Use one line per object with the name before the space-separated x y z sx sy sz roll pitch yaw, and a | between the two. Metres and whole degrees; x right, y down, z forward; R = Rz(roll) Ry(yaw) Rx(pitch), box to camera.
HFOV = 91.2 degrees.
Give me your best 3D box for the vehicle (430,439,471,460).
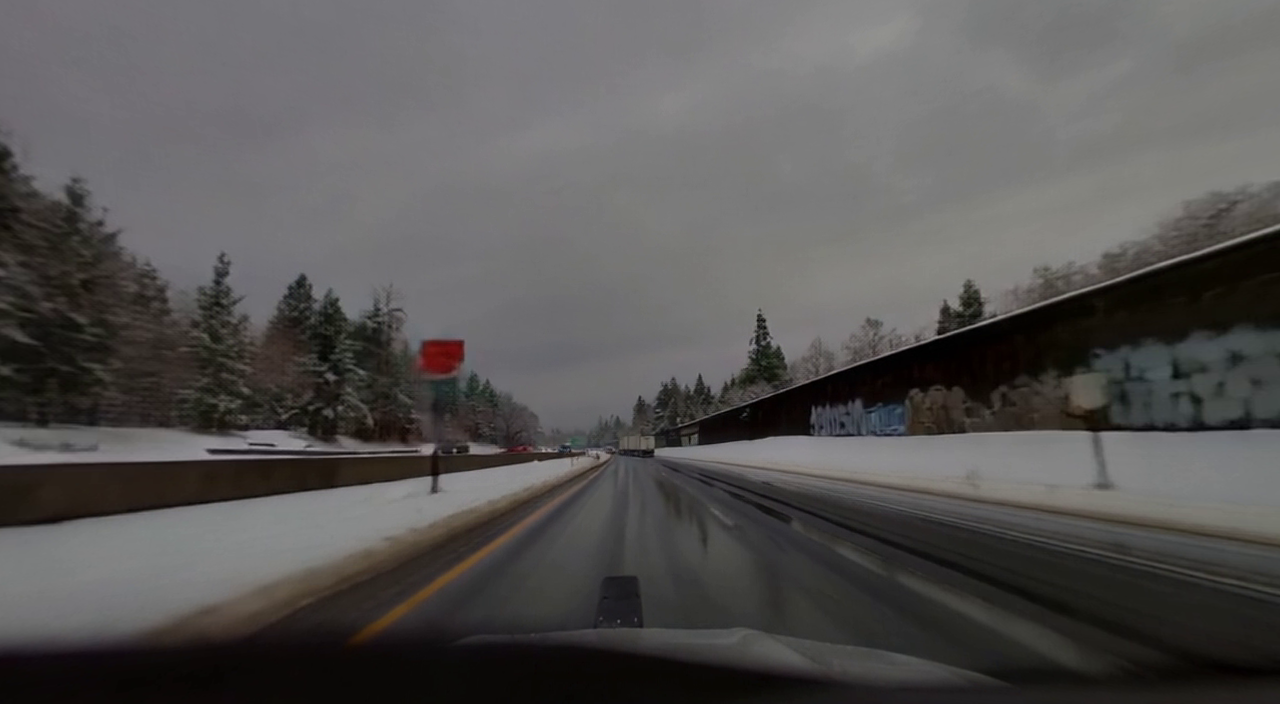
vehicle | -14.534 7.496 48.291 1.921 1.551 4.132 0 -9 -1
